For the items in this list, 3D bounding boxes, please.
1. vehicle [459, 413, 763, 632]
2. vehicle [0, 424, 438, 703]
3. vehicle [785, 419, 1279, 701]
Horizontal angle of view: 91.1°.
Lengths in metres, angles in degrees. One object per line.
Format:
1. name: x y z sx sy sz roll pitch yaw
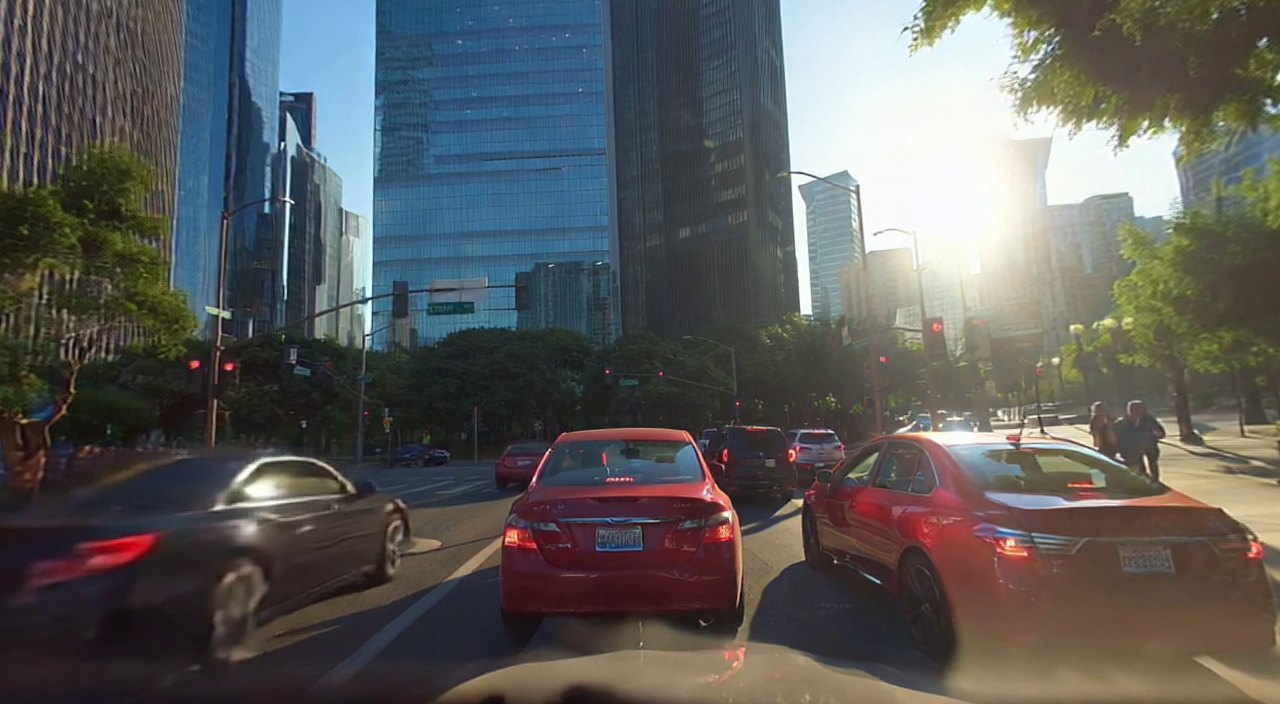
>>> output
1. vehicle: -0.266 1.465 6.411 2.072 1.476 4.078 0 -8 -2
2. vehicle: -3.444 1.385 5.173 1.957 1.427 4.531 0 -8 1
3. vehicle: 2.757 1.403 5.452 1.952 1.464 4.165 0 -8 -1
